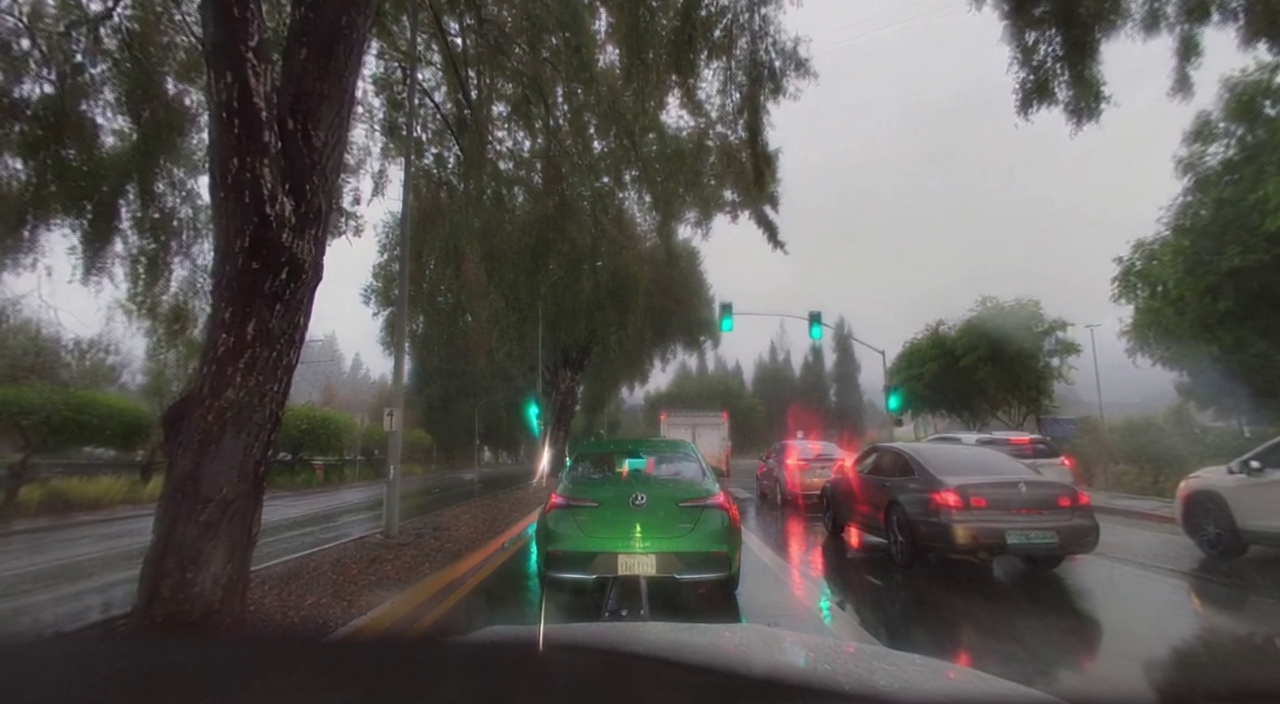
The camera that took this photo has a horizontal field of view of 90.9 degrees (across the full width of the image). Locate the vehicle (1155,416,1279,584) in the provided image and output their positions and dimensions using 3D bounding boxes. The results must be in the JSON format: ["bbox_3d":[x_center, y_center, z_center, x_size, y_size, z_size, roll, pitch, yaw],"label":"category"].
[{"bbox_3d":[6.933,1.339,5.584,1.783,1.572,3.421,0,-9,1],"label":"vehicle"}]

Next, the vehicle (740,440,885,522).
[{"bbox_3d":[3.529,2.725,13.868,1.934,1.494,4.446,0,-9,0],"label":"vehicle"}]

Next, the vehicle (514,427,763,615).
[{"bbox_3d":[0.007,1.685,7.135,2.015,1.502,3.898,0,-9,1],"label":"vehicle"}]

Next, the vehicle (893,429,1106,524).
[{"bbox_3d":[7.018,2.467,12.923,1.923,1.611,4.094,0,-9,0],"label":"vehicle"}]
